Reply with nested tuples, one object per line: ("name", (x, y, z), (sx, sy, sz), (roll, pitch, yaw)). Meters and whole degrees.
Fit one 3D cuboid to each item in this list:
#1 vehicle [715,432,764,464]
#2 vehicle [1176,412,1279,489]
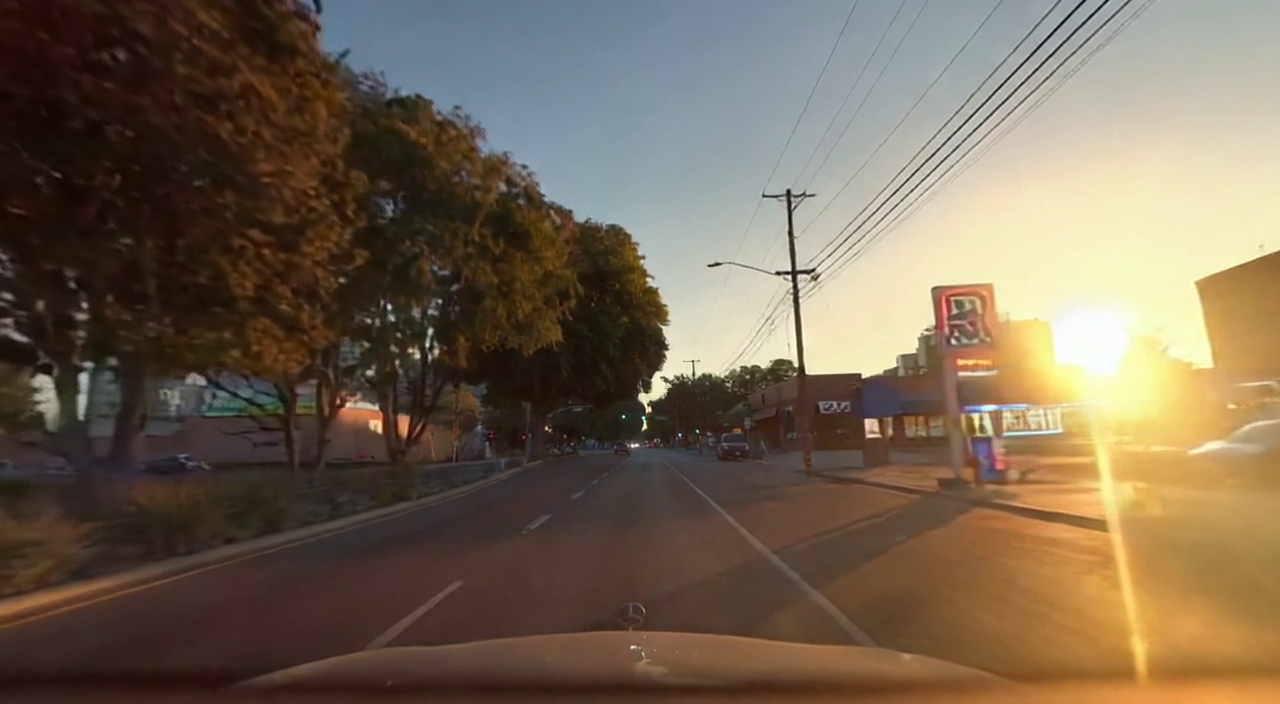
("vehicle", (7.724, 7.554, 49.829), (2.764, 2.327, 6.492), (0, -8, 0))
("vehicle", (15.917, 2.413, 15.531), (4.399, 1.686, 1.970), (3, -9, -19))
